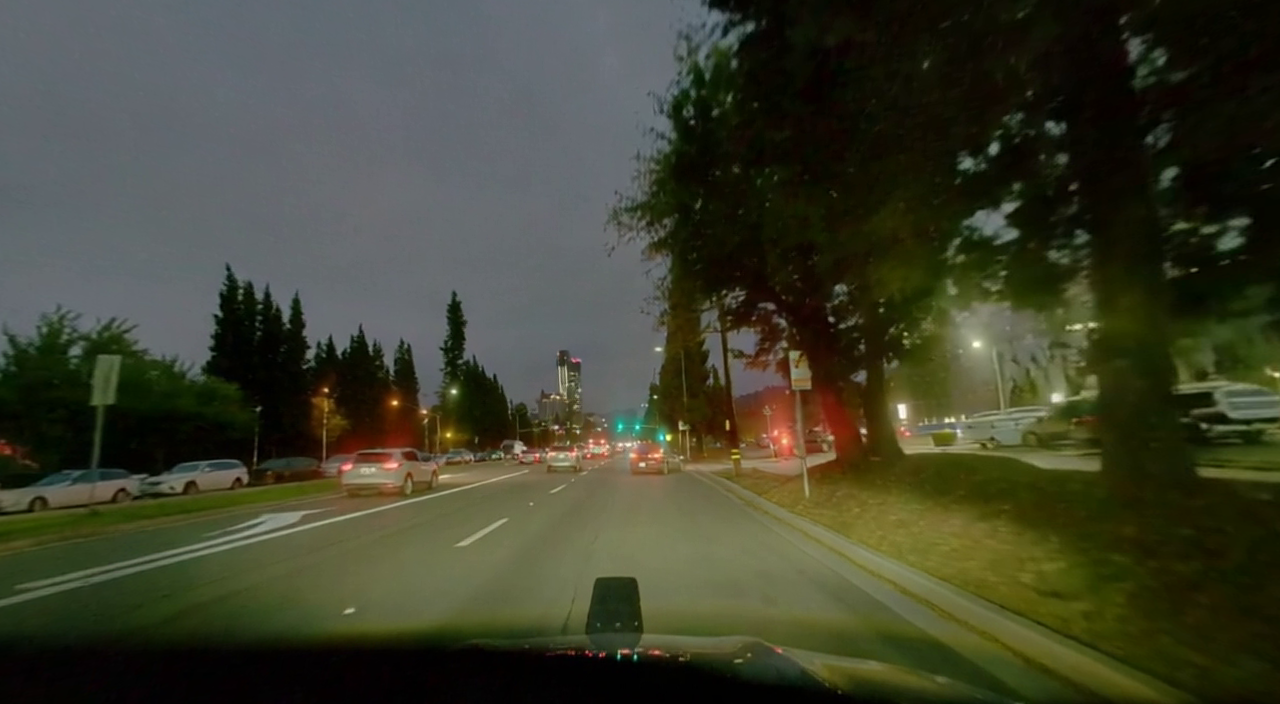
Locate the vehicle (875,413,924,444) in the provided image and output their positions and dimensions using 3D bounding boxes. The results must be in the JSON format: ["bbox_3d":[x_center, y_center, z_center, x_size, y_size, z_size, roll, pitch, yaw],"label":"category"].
[{"bbox_3d":[18.601,5.613,45.578,2.569,2.081,6.193,-3,-9,16],"label":"vehicle"}]

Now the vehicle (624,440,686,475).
[{"bbox_3d":[0.802,4.969,30.143,2.208,1.513,4.504,-2,-9,11],"label":"vehicle"}]

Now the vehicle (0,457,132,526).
[{"bbox_3d":[-17.082,3.827,17.753,1.874,1.626,4.447,0,-8,-1],"label":"vehicle"}]

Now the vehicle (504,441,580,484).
[{"bbox_3d":[-3.680,4.225,24.547,2.235,1.500,4.420,0,-8,0],"label":"vehicle"}]

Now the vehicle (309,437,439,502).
[{"bbox_3d":[-7.931,3.515,19.380,2.054,1.744,4.422,0,-8,0],"label":"vehicle"}]

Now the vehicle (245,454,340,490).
[{"bbox_3d":[-16.895,5.829,31.024,1.923,1.543,4.687,0,-8,1],"label":"vehicle"}]

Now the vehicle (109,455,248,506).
[{"bbox_3d":[-16.913,4.682,23.482,1.858,1.612,4.398,0,-8,-1],"label":"vehicle"}]

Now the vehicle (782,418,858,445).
[{"bbox_3d":[13.819,6.147,48.846,5.161,1.993,2.293,0,-8,1],"label":"vehicle"}]

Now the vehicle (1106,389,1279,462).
[{"bbox_3d":[13.555,1.628,13.794,4.959,1.455,2.203,0,-8,1],"label":"vehicle"}]
